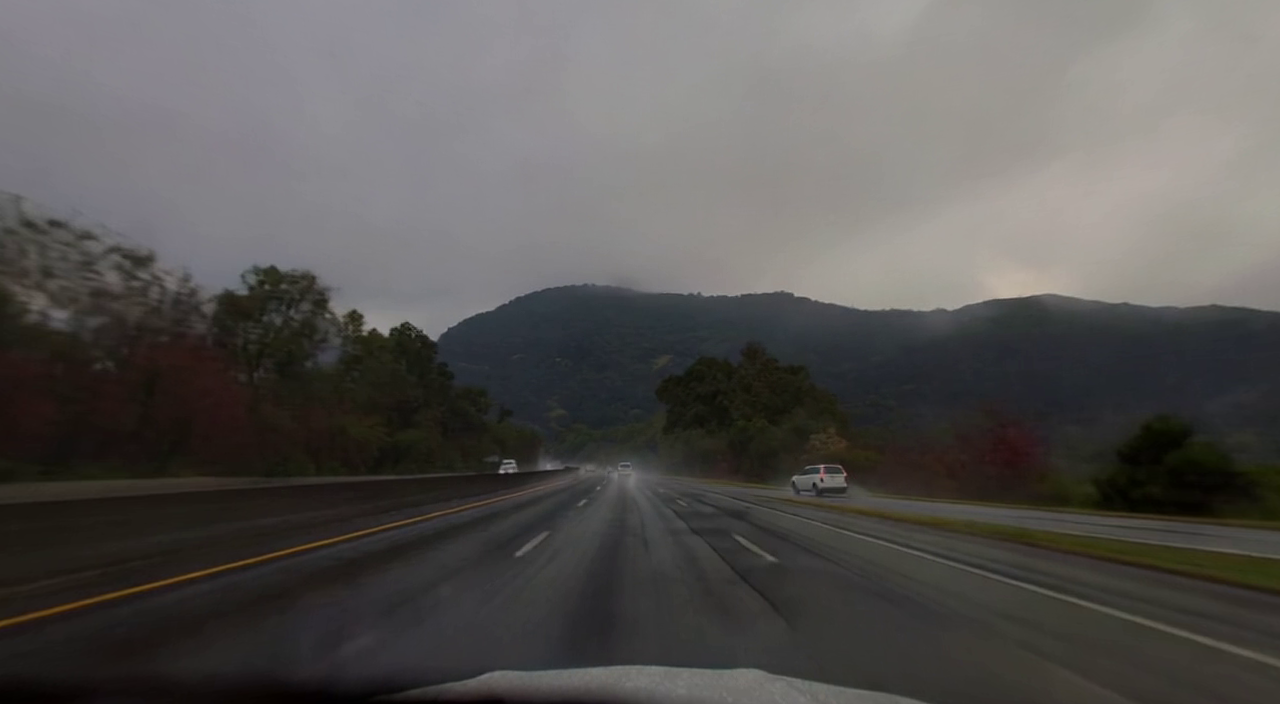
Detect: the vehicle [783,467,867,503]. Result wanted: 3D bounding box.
[{"bbox_3d":[9.637,6.964,33.258,2.089,1.770,4.571,4,-11,-15],"label":"vehicle"}]
